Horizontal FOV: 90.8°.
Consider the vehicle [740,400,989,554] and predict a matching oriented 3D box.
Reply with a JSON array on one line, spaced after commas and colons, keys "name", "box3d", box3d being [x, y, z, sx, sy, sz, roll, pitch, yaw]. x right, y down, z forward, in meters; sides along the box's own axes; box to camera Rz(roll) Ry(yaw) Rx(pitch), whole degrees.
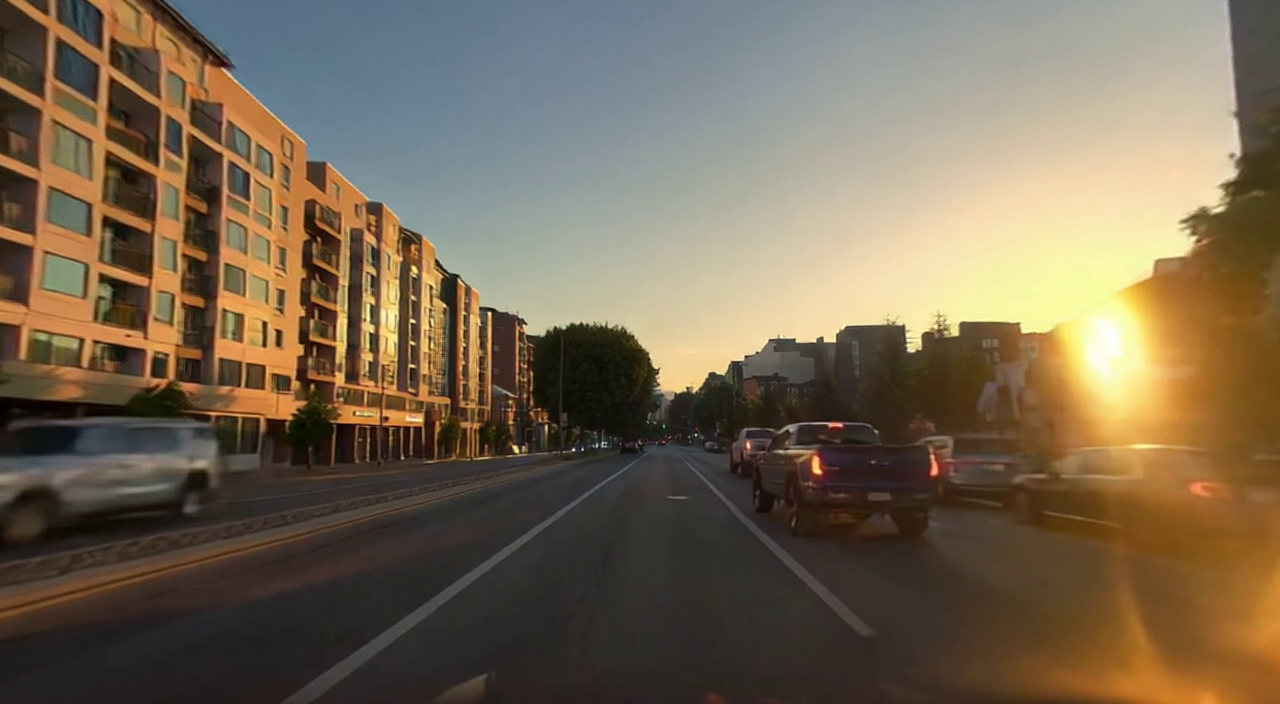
[{"name": "vehicle", "box3d": [3.013, 1.829, 9.971, 2.130, 1.787, 5.126, 0, -8, 1]}]

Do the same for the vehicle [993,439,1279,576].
[{"name": "vehicle", "box3d": [7.154, 1.998, 9.006, 1.795, 1.459, 4.333, 0, -8, 1]}]
